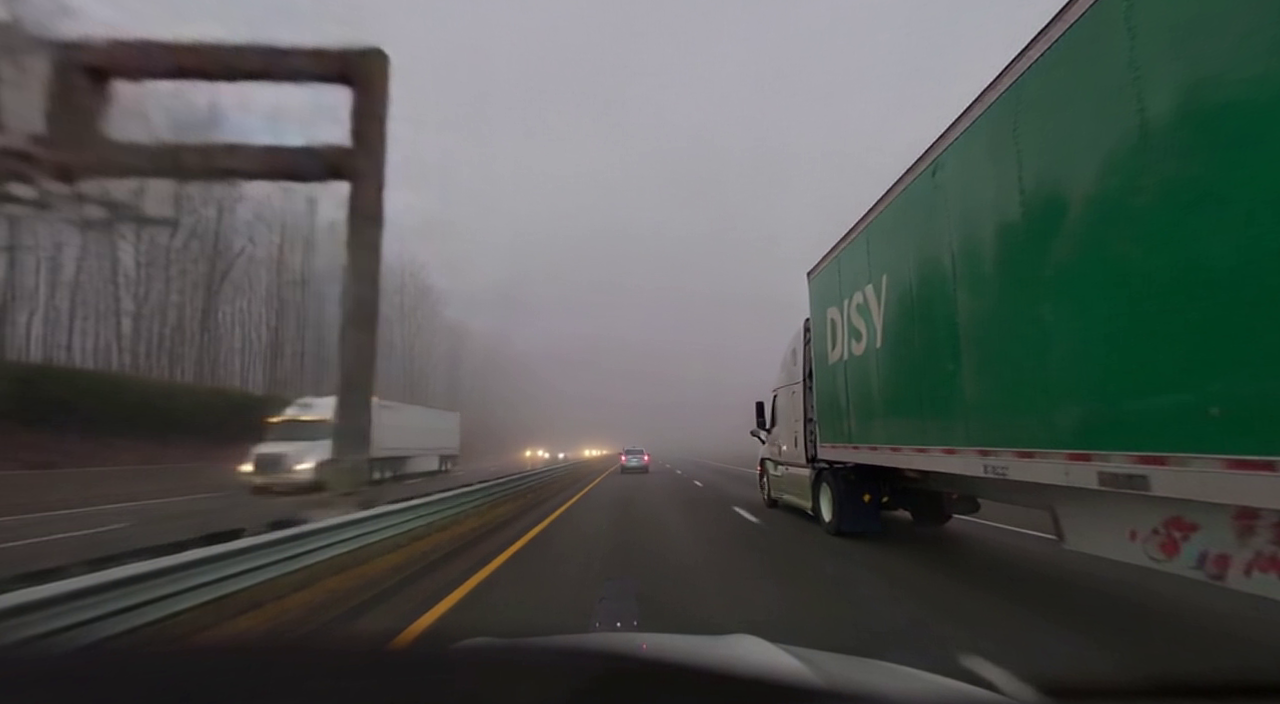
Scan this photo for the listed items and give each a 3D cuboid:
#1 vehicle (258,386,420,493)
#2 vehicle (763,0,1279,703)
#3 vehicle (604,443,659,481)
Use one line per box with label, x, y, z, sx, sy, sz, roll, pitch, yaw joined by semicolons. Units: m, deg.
vehicle;-13.204;4.032;28.642;3.253;4.163;8.081;0;-9;0
vehicle;4.480;0.183;6.610;3.317;4.020;14.141;0;-9;-1
vehicle;-0.379;4.847;27.807;2.244;1.506;4.097;0;-9;-1
